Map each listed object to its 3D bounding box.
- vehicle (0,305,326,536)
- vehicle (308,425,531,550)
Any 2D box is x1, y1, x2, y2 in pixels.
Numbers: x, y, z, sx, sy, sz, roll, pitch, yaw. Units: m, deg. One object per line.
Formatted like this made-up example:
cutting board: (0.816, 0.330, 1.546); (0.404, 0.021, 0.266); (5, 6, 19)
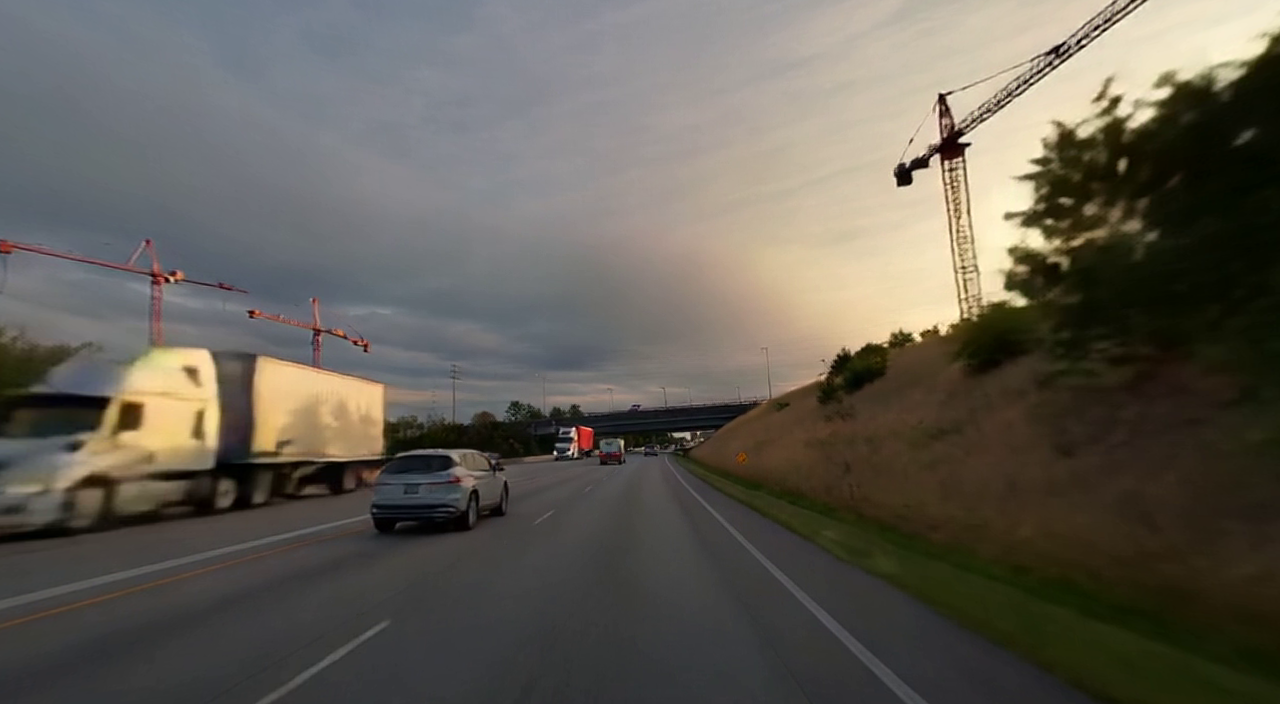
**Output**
vehicle: (-10.045, 1.592, 13.776); (3.012, 3.952, 5.836); (-1, -9, 2)
vehicle: (-3.285, 2.118, 10.435); (2.194, 1.648, 3.984); (0, -9, 1)
